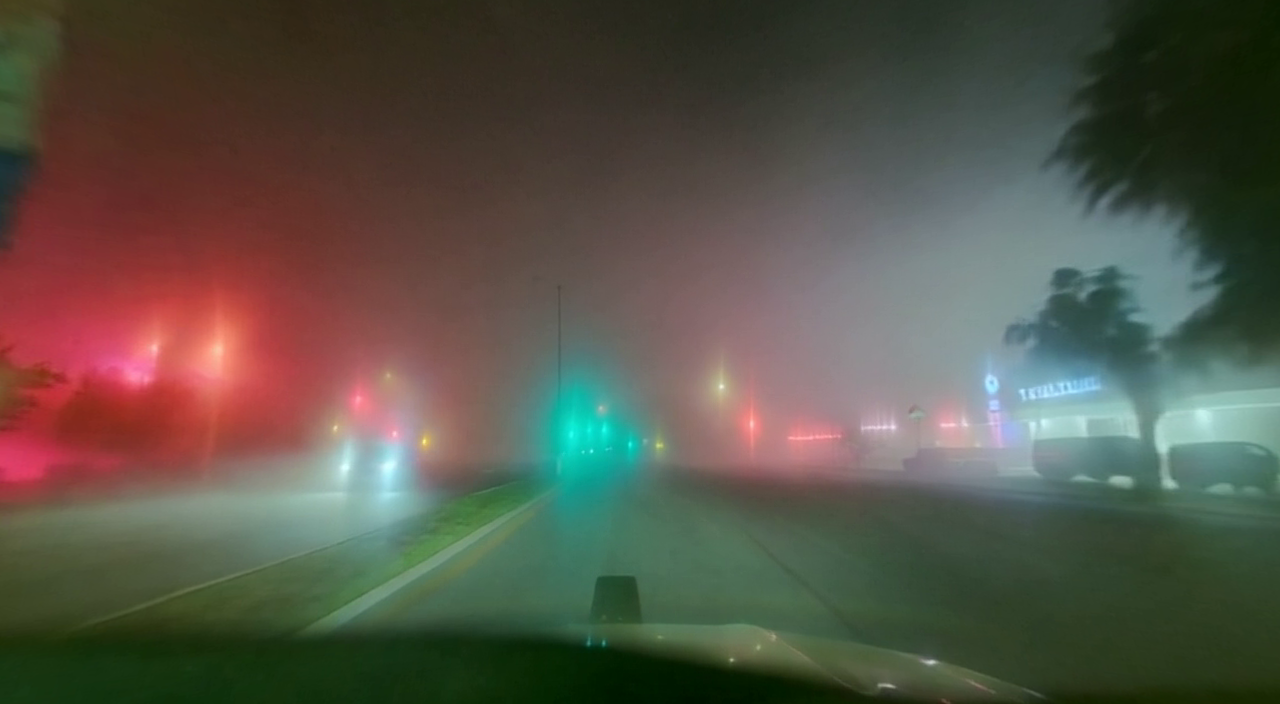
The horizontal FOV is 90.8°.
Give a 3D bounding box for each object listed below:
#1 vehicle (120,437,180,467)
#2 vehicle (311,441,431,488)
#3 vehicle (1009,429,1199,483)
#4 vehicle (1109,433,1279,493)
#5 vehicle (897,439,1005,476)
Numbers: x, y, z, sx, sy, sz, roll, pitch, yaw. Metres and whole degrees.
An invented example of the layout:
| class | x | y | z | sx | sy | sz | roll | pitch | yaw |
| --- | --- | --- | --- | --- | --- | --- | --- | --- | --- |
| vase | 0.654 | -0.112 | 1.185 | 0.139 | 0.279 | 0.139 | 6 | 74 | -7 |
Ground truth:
| class | x | y | z | sx | sy | sz | roll | pitch | yaw |
| --- | --- | --- | --- | --- | --- | --- | --- | --- | --- |
| vehicle | -32.603 | 6.683 | 42.206 | 2.072 | 1.840 | 5.198 | 4 | -10 | -26 |
| vehicle | -9.266 | 3.917 | 22.269 | 2.094 | 1.485 | 4.446 | -1 | -9 | 3 |
| vehicle | 16.456 | 3.710 | 22.641 | 4.919 | 1.785 | 2.460 | 1 | -9 | -4 |
| vehicle | 17.731 | 3.485 | 19.703 | 4.481 | 1.685 | 2.195 | 1 | -10 | -3 |
| vehicle | 16.389 | 5.564 | 33.463 | 4.660 | 1.814 | 2.099 | 1 | -9 | -9 |
